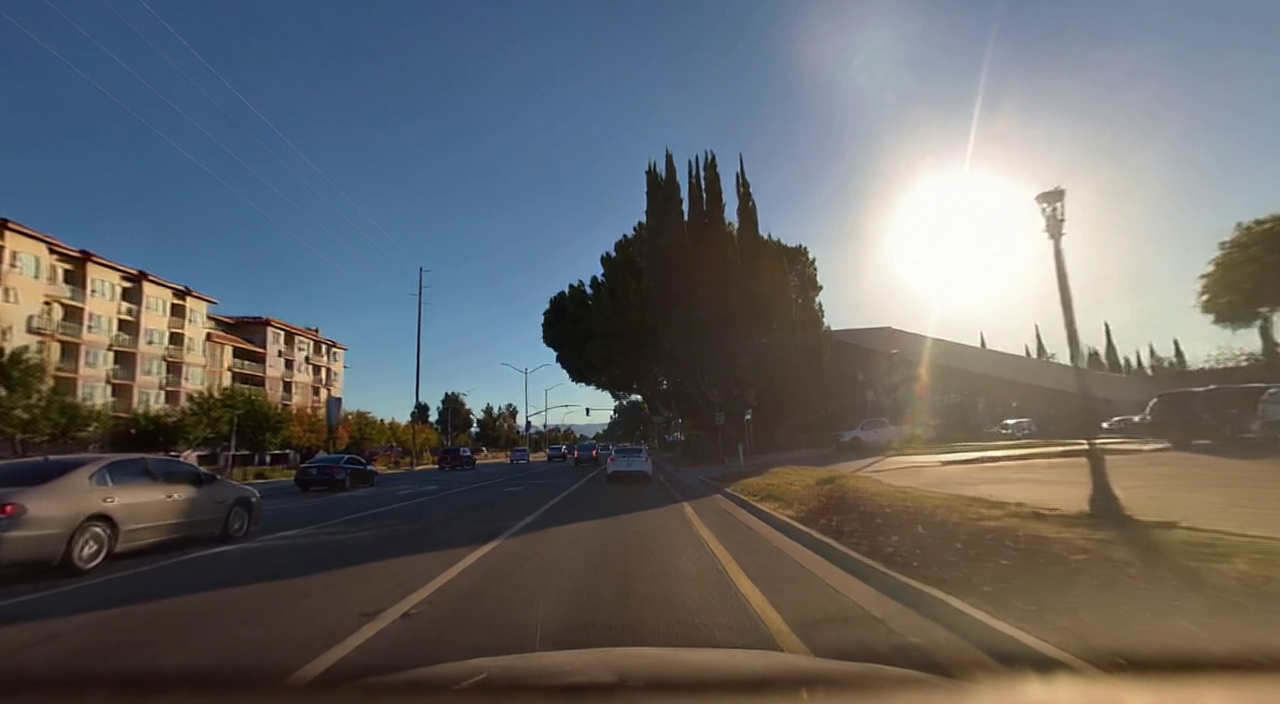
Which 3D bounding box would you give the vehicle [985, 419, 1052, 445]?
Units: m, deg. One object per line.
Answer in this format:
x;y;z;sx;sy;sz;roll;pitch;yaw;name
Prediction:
27.751;5.864;46.411;3.745;1.450;1.750;-5;-5;-3;vehicle

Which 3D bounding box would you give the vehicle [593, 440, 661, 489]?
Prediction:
-0.413;3.788;21.638;2.099;1.469;4.389;1;-9;-1;vehicle

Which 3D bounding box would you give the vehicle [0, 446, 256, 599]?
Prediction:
-7.121;1.894;7.778;1.906;1.449;4.576;1;-9;0;vehicle

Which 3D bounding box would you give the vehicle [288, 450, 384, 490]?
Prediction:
-12.699;4.935;26.775;2.024;1.484;4.592;1;-9;-4;vehicle

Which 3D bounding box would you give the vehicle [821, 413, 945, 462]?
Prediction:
12.614;4.455;33.135;5.253;2.014;2.666;-4;-7;-5;vehicle

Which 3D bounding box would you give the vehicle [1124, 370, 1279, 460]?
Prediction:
15.833;1.757;16.375;2.395;2.028;5.135;1;-9;-1;vehicle

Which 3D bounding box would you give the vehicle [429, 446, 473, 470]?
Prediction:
-14.503;8.164;48.770;2.064;1.686;4.380;1;-9;-1;vehicle
